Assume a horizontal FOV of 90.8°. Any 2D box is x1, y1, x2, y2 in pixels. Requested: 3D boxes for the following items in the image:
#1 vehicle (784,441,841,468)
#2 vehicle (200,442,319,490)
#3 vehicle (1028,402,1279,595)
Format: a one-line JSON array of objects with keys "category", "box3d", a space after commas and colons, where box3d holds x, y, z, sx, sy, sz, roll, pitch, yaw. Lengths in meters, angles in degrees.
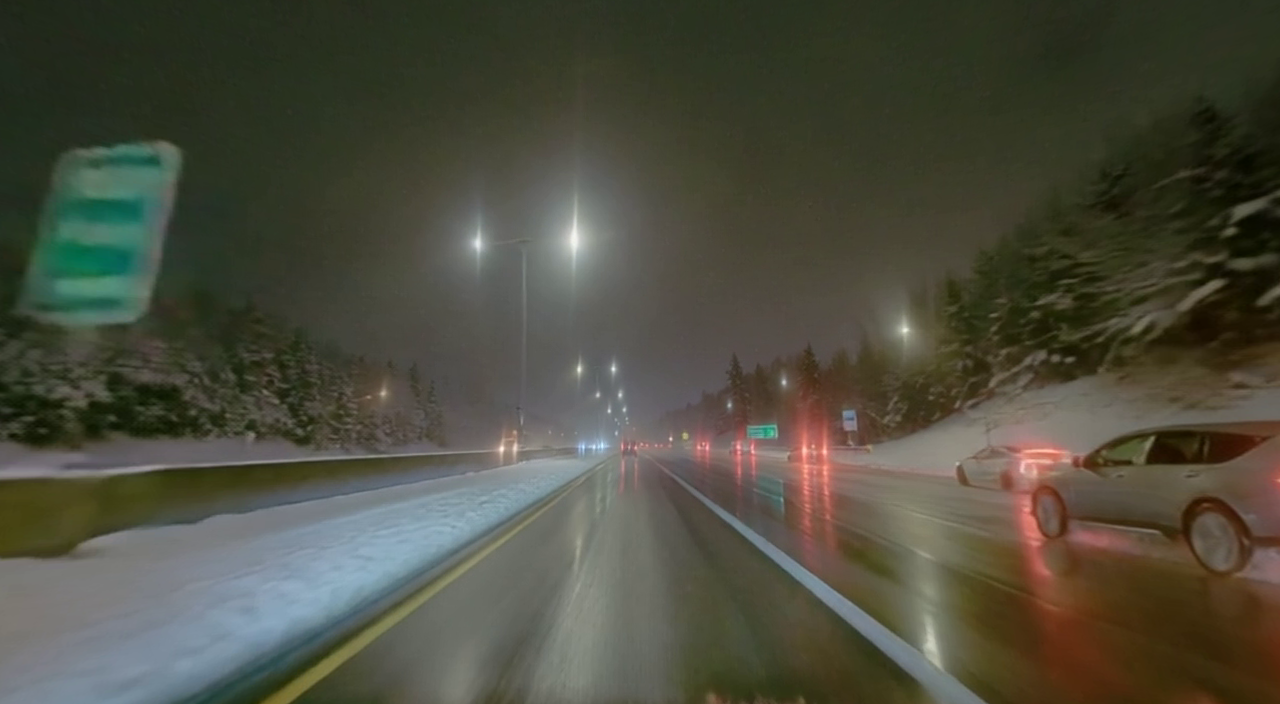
[{"category": "vehicle", "box3d": [10.477, 6.292, 38.833, 1.962, 1.536, 4.945, 0, -8, -2]}, {"category": "vehicle", "box3d": [-10.905, 3.251, 18.367, 1.491, 1.186, 3.271, 1, -8, -2]}, {"category": "vehicle", "box3d": [6.625, 1.466, 6.739, 2.027, 1.679, 4.543, 0, -8, -1]}]
